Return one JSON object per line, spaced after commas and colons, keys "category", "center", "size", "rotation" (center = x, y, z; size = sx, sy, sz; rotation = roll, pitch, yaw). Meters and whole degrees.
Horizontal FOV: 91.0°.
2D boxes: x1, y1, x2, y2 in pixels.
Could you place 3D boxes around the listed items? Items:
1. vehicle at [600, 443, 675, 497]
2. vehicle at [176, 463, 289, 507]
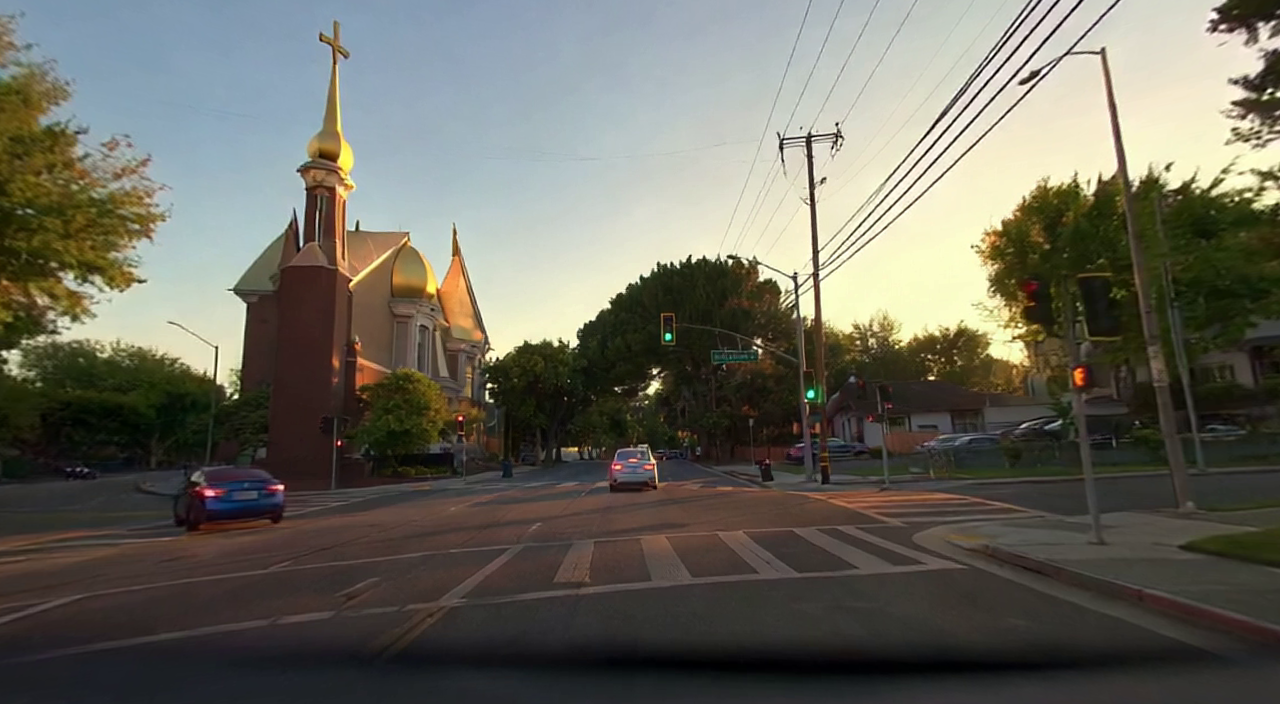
{"category": "vehicle", "center": [-0.103, 3.601, 19.604], "size": [2.093, 1.497, 4.010], "rotation": [0, -9, -1]}
{"category": "vehicle", "center": [-15.730, 5.066, 24.305], "size": [3.578, 1.488, 1.930], "rotation": [-4, -10, 25]}
